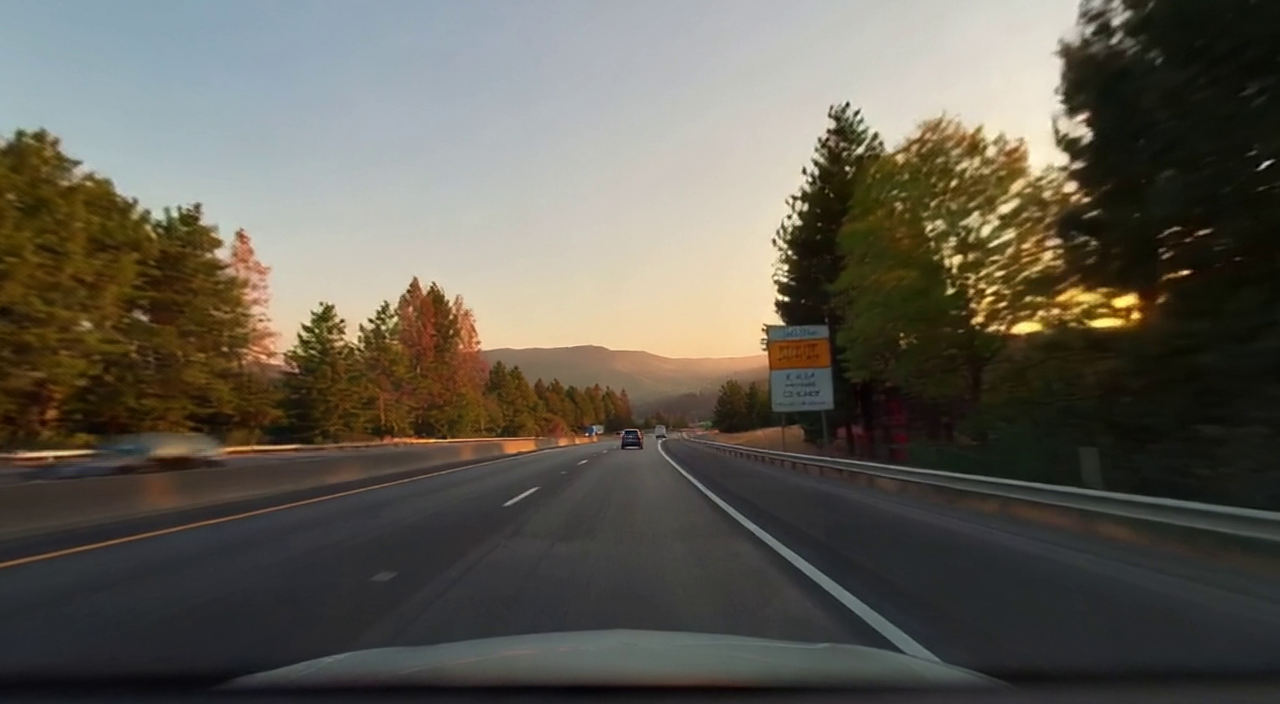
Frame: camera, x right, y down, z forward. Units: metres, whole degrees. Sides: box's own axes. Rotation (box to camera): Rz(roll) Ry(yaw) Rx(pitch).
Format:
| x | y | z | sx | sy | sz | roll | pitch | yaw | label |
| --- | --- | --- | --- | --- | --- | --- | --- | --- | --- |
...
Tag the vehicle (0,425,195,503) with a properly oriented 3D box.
| x | y | z | sx | sy | sz | roll | pitch | yaw | label |
| --- | --- | --- | --- | --- | --- | --- | --- | --- | --- |
| -12.580 | 2.453 | 14.289 | 1.874 | 1.488 | 4.245 | 0 | -8 | -1 | vehicle |
